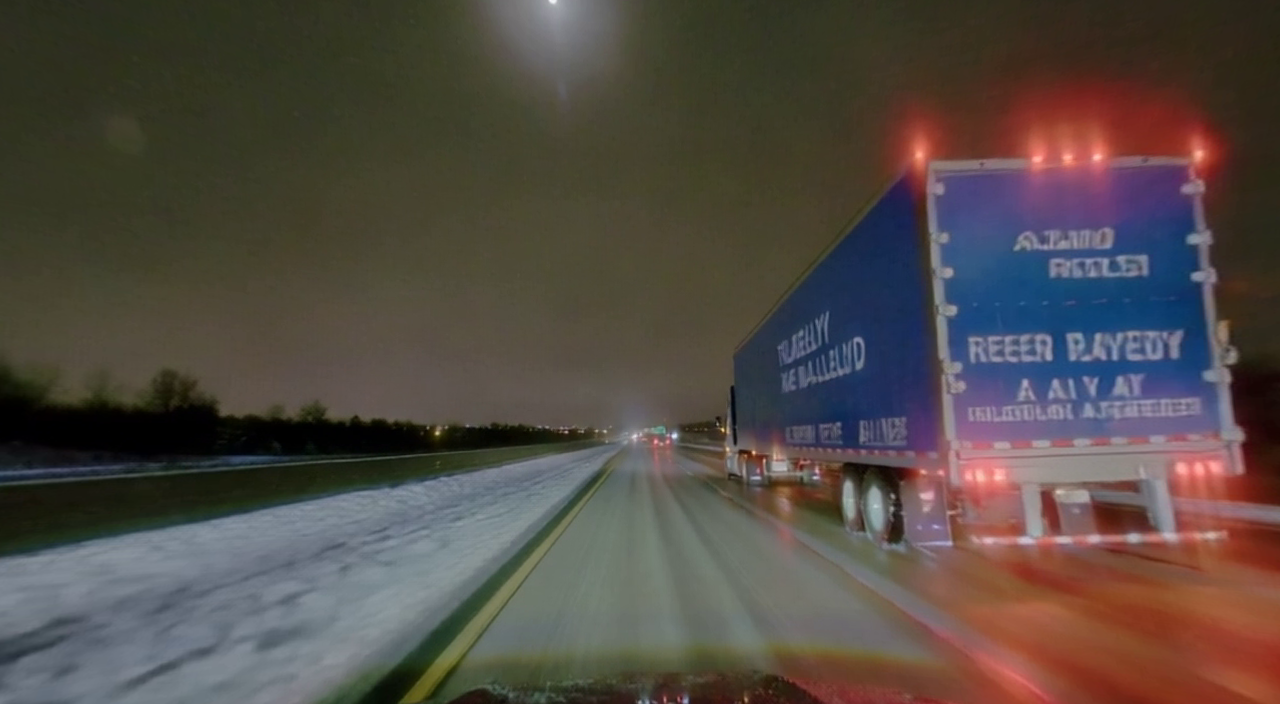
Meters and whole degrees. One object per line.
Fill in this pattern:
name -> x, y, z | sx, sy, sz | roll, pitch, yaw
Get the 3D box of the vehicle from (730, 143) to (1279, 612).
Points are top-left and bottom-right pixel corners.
vehicle -> 4.198, 1.122, 12.475 | 3.006, 4.093, 14.142 | 0, -8, 1
